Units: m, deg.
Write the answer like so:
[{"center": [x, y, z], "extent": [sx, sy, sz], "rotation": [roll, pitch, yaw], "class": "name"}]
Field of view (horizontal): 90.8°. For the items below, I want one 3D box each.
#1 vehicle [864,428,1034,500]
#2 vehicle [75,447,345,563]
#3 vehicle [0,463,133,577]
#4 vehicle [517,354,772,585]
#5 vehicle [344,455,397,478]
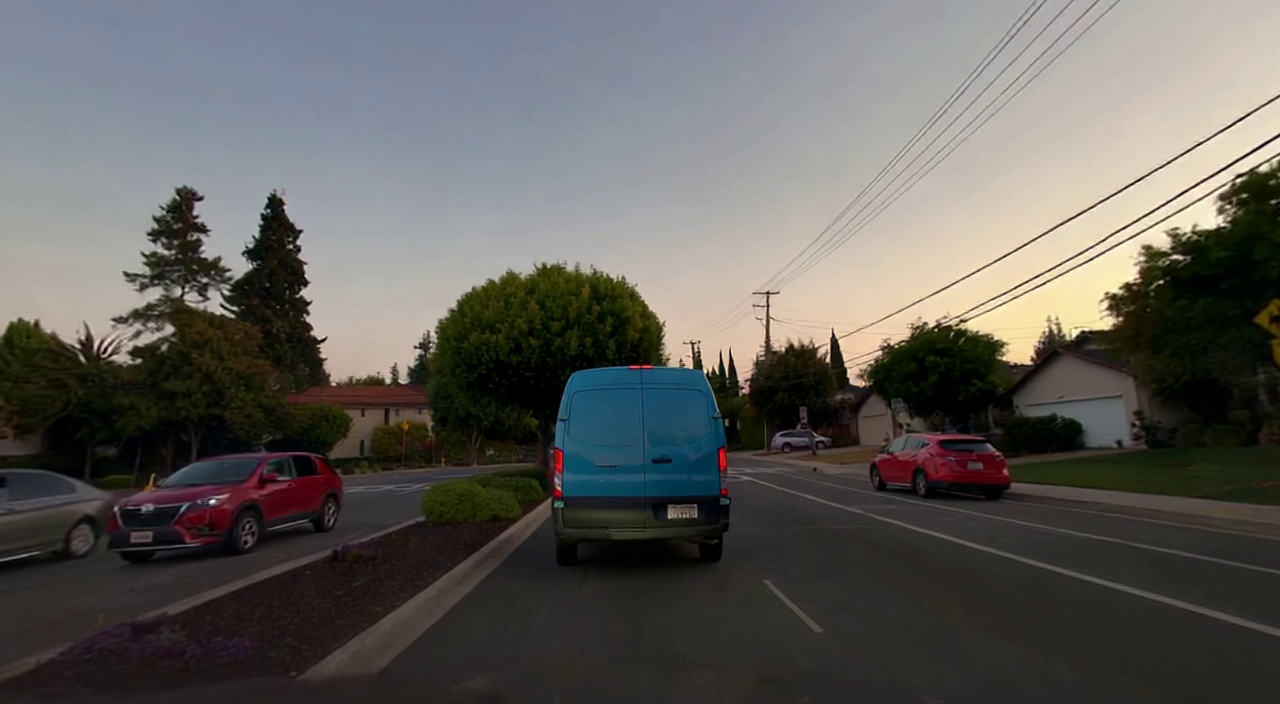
[{"center": [7.306, 2.684, 15.526], "extent": [1.883, 1.504, 4.220], "rotation": [0, -9, -3], "class": "vehicle"}, {"center": [-7.539, 2.646, 11.804], "extent": [1.997, 1.724, 4.417], "rotation": [0, -9, -1], "class": "vehicle"}, {"center": [-10.494, 2.560, 9.537], "extent": [1.986, 1.610, 4.456], "rotation": [0, -9, -1], "class": "vehicle"}, {"center": [0.053, 1.443, 8.347], "extent": [2.342, 2.142, 4.809], "rotation": [0, -9, 0], "class": "vehicle"}, {"center": [-18.452, 7.839, 43.491], "extent": [1.816, 1.445, 4.120], "rotation": [0, -9, 0], "class": "vehicle"}]
